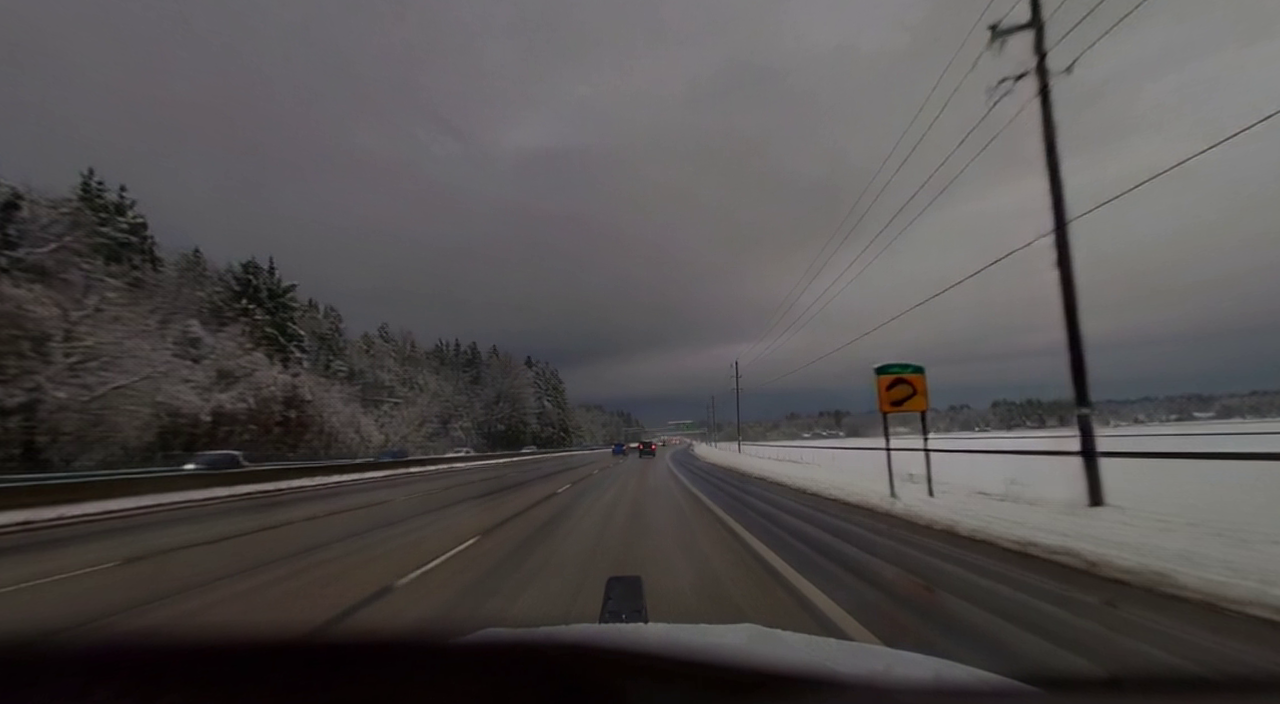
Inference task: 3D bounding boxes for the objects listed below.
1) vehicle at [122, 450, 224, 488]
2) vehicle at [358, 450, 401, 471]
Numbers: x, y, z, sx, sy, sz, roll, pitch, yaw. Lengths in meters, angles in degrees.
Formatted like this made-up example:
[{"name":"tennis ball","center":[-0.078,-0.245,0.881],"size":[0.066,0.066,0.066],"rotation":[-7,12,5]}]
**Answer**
[{"name":"vehicle","center":[-20.208,5.055,27.432],"size":[1.775,1.469,3.436],"rotation":[0,-8,0]},{"name":"vehicle","center":[-19.325,8.059,46.853],"size":[1.701,1.400,3.522],"rotation":[0,-8,0]}]
